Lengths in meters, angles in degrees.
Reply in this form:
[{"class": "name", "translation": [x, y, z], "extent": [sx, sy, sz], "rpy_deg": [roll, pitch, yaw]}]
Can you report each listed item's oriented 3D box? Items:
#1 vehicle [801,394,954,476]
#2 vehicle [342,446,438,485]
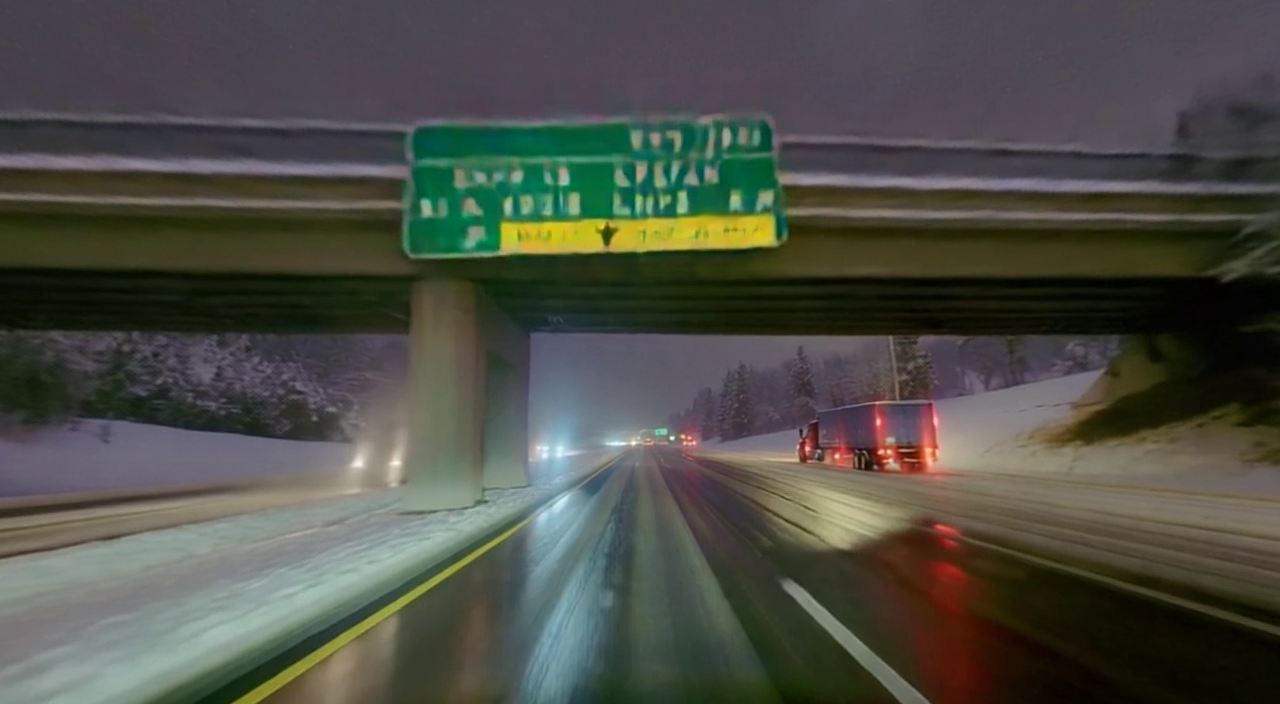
[{"class": "vehicle", "translation": [10.853, 4.096, 30.594], "extent": [2.960, 3.207, 10.950], "rpy_deg": [0, -8, -1]}, {"class": "vehicle", "translation": [-10.125, 4.601, 25.965], "extent": [2.081, 1.470, 4.466], "rpy_deg": [0, -8, 1]}]
